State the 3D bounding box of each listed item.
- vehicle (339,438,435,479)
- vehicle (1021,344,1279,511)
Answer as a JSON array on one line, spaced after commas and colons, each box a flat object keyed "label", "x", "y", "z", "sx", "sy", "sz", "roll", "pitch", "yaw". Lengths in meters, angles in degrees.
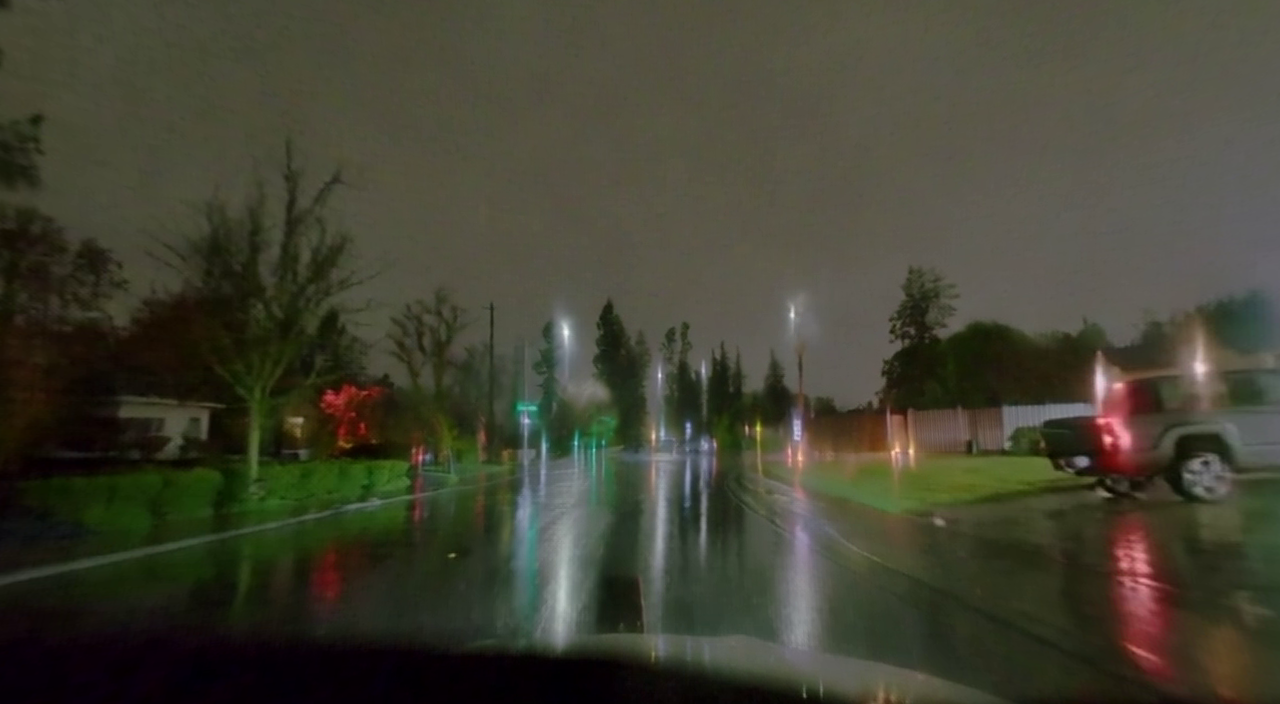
[{"label": "vehicle", "x": -13.587, "y": 5.723, "z": 33.917, "sx": 5.045, "sy": 1.835, "sz": 2.315, "roll": -9, "pitch": -11, "yaw": 33}, {"label": "vehicle", "x": 9.848, "y": 1.187, "z": 9.835, "sx": 6.053, "sy": 2.240, "sz": 2.582, "roll": 0, "pitch": -9, "yaw": 1}]
